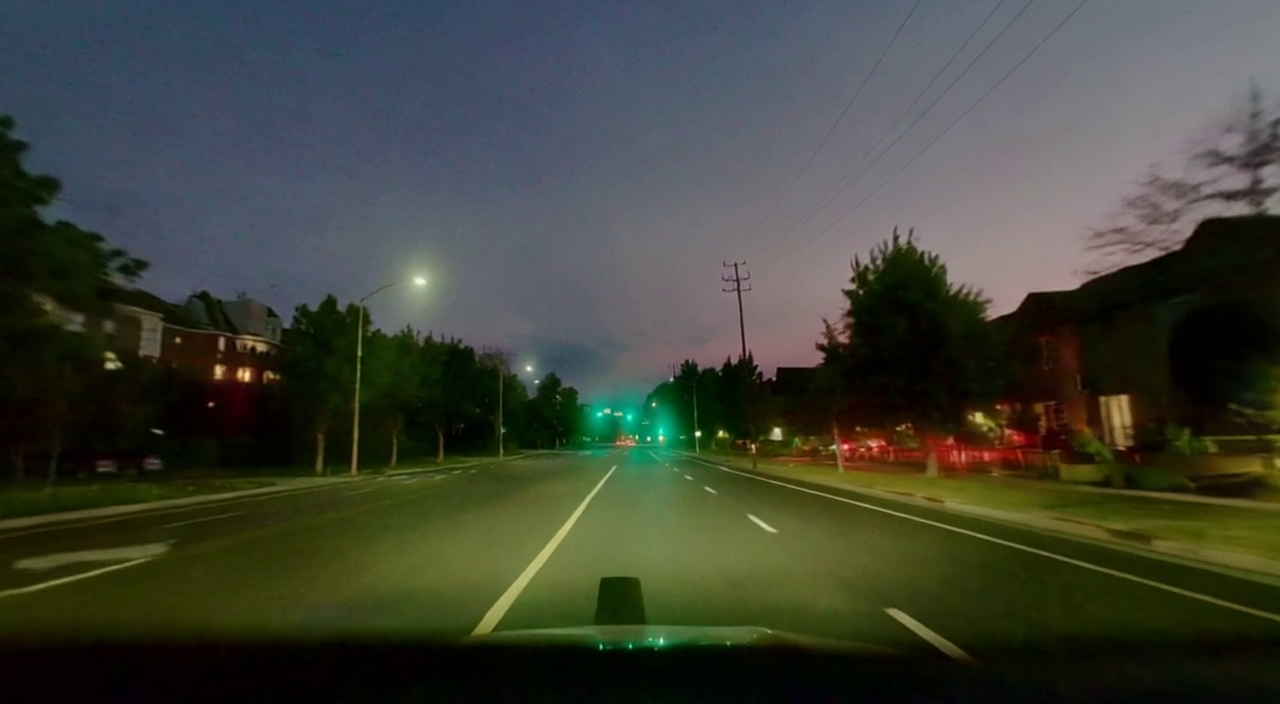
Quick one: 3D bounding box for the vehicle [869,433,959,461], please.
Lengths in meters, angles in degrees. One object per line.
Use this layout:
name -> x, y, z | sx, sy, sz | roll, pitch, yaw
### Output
vehicle -> 14.661, 5.145, 33.994 | 4.253, 1.397, 1.717 | -3, -9, 18

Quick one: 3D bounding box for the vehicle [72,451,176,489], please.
vehicle -> -25.035, 5.722, 30.809 | 1.958, 1.668, 4.701 | 3, -10, -13
